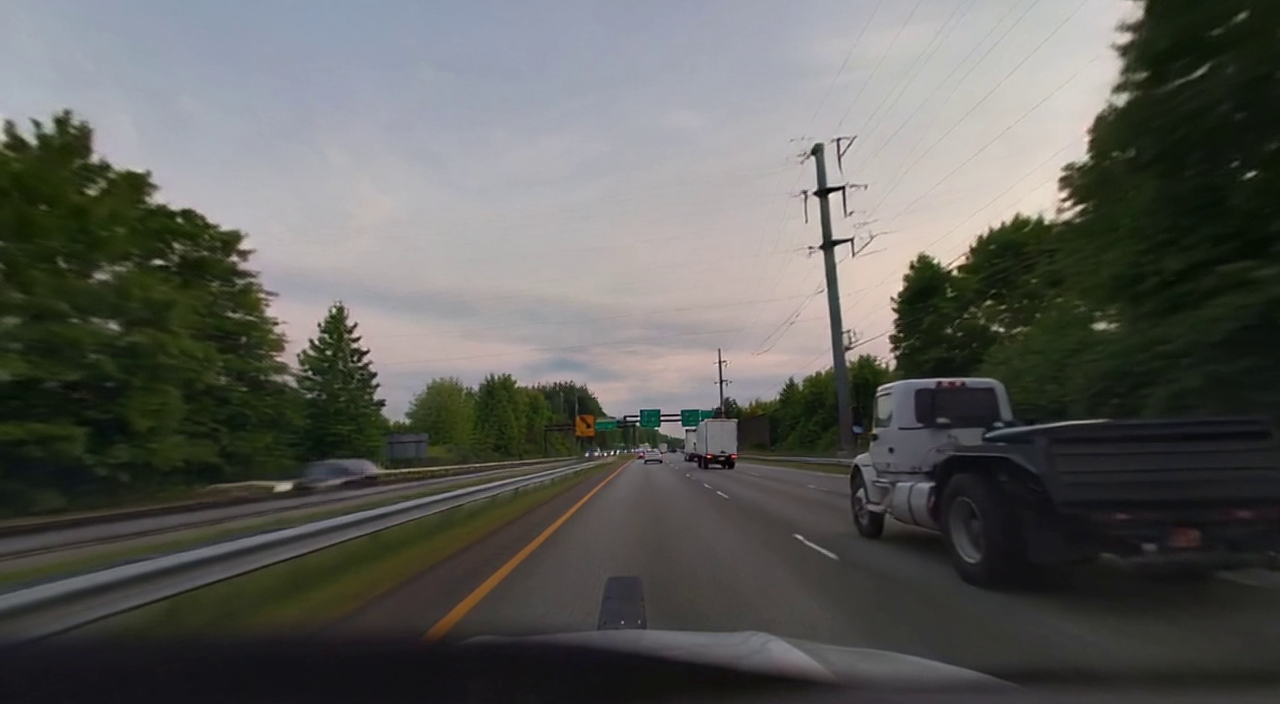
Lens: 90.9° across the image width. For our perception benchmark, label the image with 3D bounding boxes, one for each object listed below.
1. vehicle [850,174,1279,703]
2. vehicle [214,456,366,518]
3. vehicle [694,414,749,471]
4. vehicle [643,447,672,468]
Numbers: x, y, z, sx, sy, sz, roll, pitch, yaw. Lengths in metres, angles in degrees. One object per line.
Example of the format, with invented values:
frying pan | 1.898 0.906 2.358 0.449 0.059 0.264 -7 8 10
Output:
vehicle | 4.380 0.907 6.015 2.569 2.783 5.984 0 -9 -1
vehicle | -9.772 3.777 18.057 1.835 1.456 4.202 -1 -9 2
vehicle | 5.188 5.983 41.426 2.743 3.367 7.306 0 -9 1
vehicle | 1.236 7.780 46.569 2.049 1.500 3.790 0 -9 0
